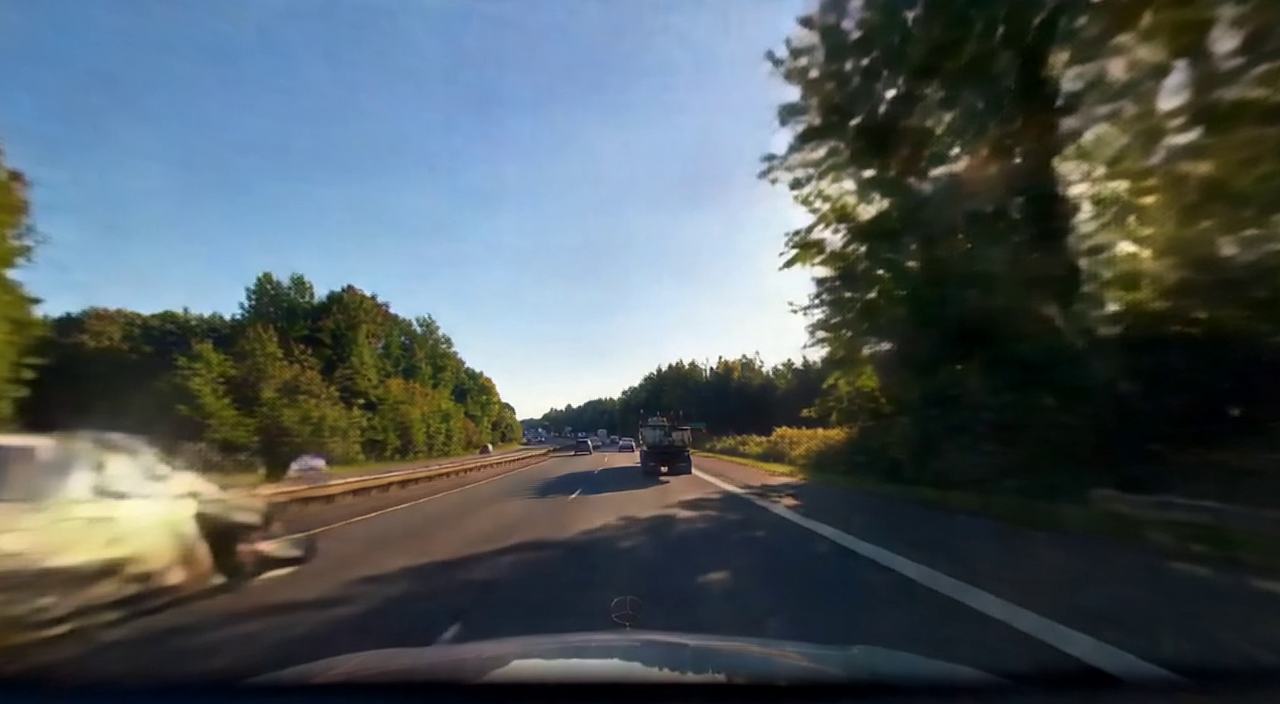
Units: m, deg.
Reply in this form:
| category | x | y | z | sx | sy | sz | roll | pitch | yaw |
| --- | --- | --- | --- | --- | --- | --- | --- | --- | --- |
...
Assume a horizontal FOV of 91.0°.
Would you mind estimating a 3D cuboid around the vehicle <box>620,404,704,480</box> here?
| category | x | y | z | sx | sy | sz | roll | pitch | yaw |
| --- | --- | --- | --- | --- | --- | --- | --- | --- | --- |
| vehicle | 0.613 | 3.362 | 23.625 | 2.677 | 2.439 | 6.402 | 0 | -8 | -2 |
